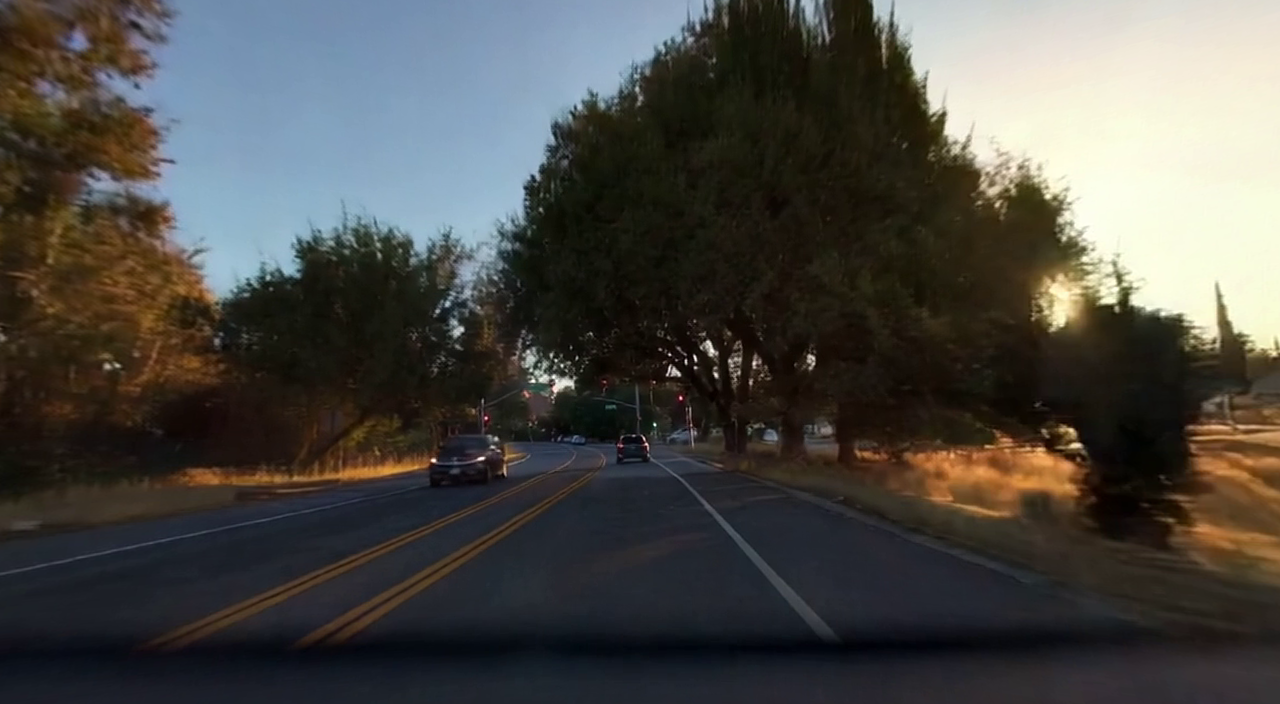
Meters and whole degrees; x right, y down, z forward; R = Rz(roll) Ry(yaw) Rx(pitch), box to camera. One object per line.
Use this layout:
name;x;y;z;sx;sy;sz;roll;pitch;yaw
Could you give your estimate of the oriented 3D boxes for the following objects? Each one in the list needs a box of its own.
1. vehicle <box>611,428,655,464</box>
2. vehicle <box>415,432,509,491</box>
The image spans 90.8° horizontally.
vehicle;-0.454;5.810;39.102;2.574;2.059;5.331;0;-8;-1
vehicle;-6.596;4.106;24.055;2.378;1.853;4.847;-3;-8;-3
